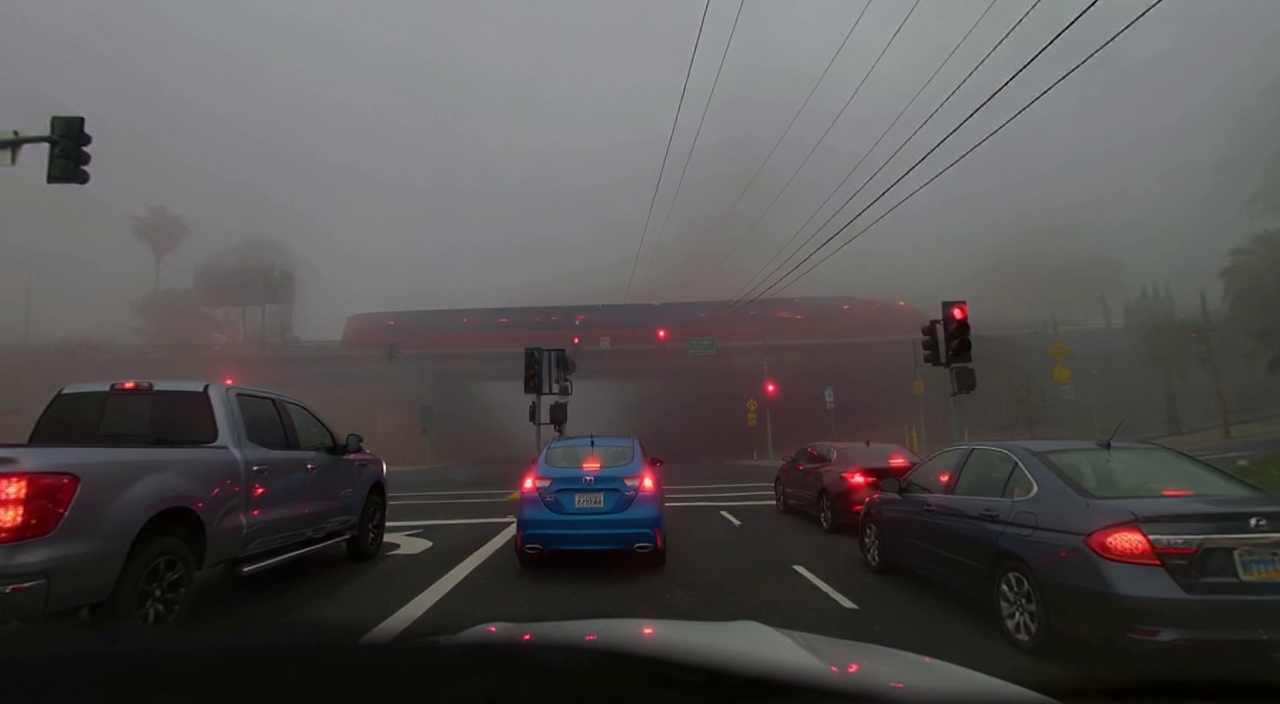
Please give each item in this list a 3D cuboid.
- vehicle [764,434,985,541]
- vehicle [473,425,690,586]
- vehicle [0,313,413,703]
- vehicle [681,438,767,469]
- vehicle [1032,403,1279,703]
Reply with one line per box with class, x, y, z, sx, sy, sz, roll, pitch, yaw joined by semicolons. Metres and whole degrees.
vehicle;3.682;2.209;10.989;1.965;1.448;4.486;0;-9;-2
vehicle;-0.645;1.749;8.064;2.035;1.491;4.090;0;-9;-3
vehicle;-3.796;1.103;4.942;2.078;1.838;5.448;0;-9;-1
vehicle;4.160;5.110;31.991;1.878;1.428;4.416;5;-10;-32
vehicle;3.873;0.892;2.211;2.052;1.496;4.541;0;-9;0
